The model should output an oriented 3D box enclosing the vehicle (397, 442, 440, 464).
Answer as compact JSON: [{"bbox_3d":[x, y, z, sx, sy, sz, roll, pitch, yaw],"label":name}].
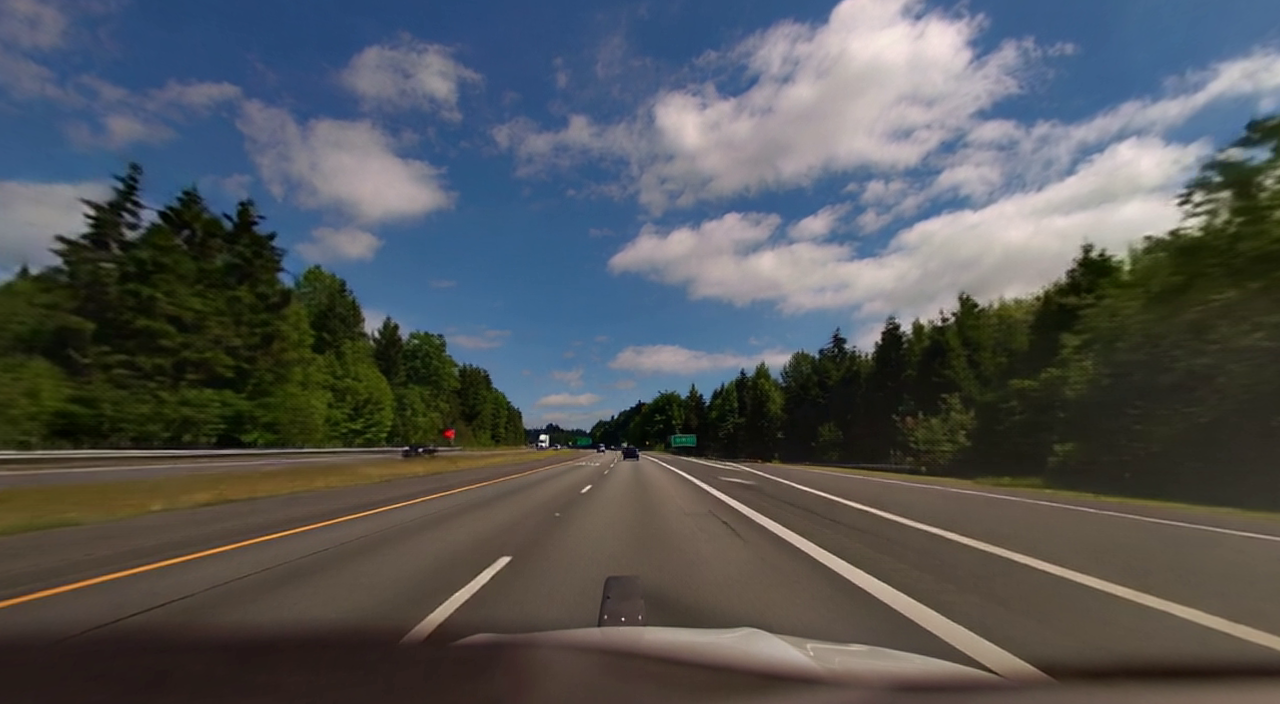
[{"bbox_3d":[-15.213,6.963,43.496,1.736,1.432,3.567,0,-9,-2],"label":"vehicle"}]
